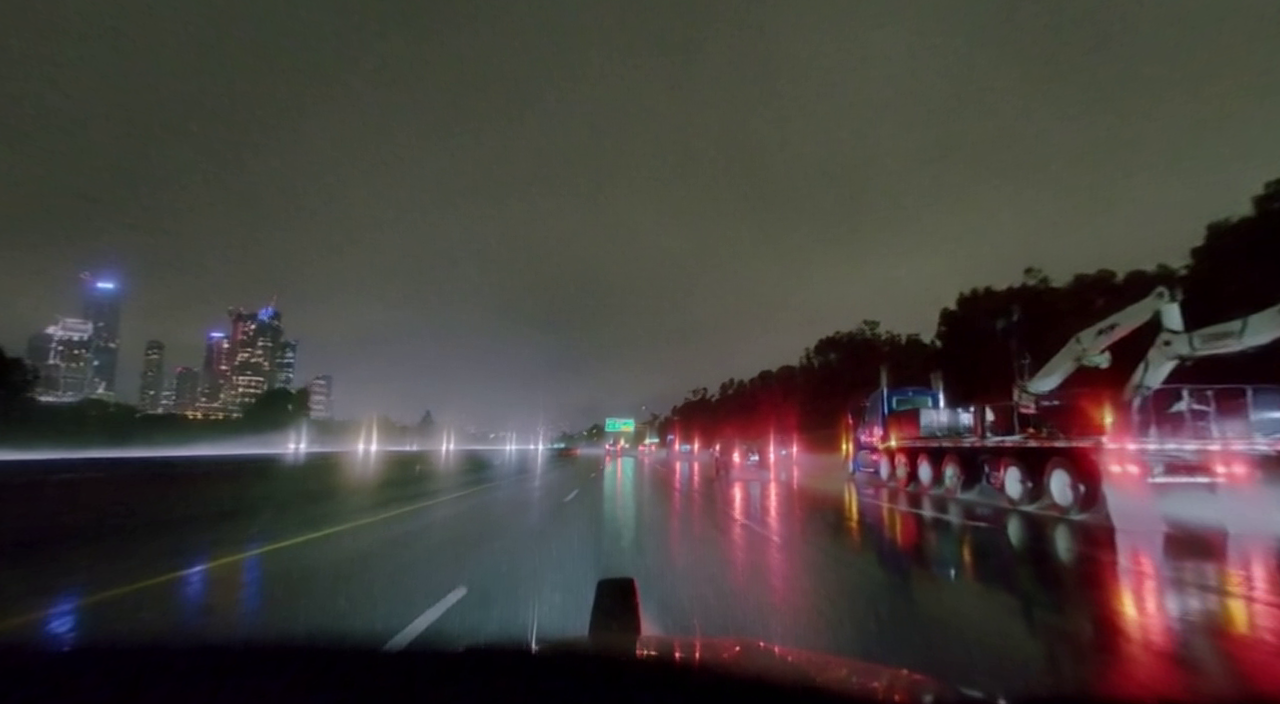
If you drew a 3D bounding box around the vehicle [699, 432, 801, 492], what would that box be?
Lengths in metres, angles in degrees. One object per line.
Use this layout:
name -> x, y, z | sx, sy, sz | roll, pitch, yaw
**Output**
vehicle -> 3.401, 3.531, 20.607 | 2.305, 1.729, 4.526 | 0, -8, -3
